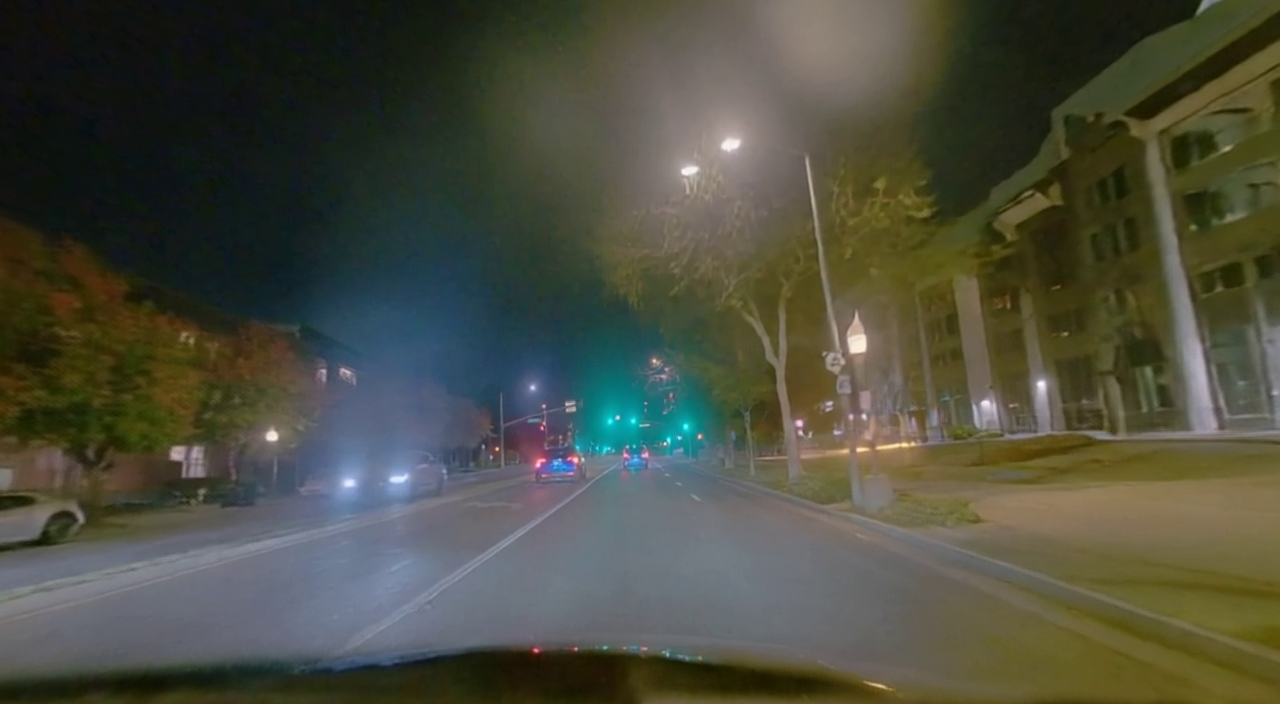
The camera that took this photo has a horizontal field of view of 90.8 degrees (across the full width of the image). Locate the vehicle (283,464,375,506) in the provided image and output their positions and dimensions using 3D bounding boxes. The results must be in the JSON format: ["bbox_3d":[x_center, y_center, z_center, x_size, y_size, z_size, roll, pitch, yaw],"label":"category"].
[{"bbox_3d":[-14.439,6.157,29.613,1.880,1.476,4.715,-7,-9,0],"label":"vehicle"}]

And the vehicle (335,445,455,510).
[{"bbox_3d":[-7.906,4.044,20.917,2.084,1.731,4.595,-4,-9,1],"label":"vehicle"}]

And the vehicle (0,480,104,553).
[{"bbox_3d":[-14.614,3.738,13.787,1.874,1.392,4.633,-7,-9,-1],"label":"vehicle"}]

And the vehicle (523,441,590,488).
[{"bbox_3d":[-3.399,4.659,26.534,2.097,1.755,4.336,-1,-9,2],"label":"vehicle"}]
